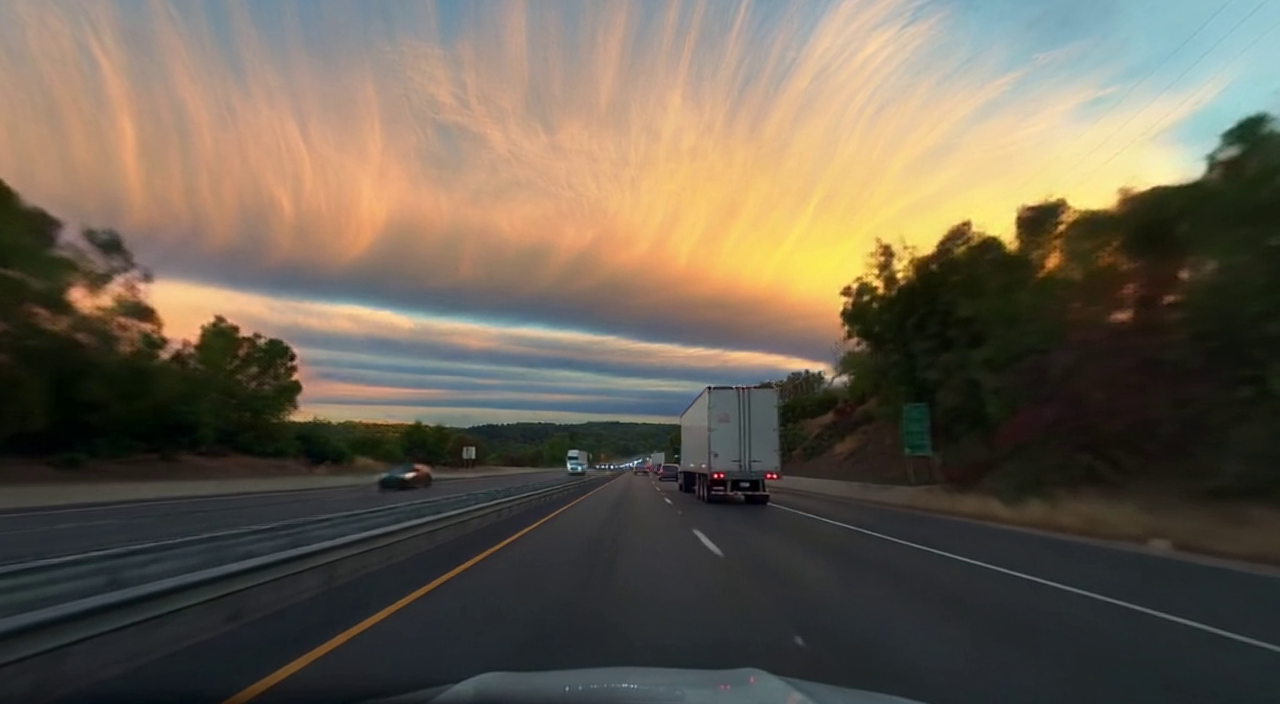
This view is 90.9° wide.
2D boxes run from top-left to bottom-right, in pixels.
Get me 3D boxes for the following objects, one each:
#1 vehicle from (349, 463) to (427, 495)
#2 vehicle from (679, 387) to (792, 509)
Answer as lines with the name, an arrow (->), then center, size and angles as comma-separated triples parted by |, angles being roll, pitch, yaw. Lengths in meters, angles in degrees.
vehicle -> -12.930, 6.527, 32.651 | 2.088, 1.494, 4.577 | 1, -10, 1
vehicle -> 3.665, 4.525, 28.434 | 2.863, 4.088, 14.040 | 1, -10, 0
